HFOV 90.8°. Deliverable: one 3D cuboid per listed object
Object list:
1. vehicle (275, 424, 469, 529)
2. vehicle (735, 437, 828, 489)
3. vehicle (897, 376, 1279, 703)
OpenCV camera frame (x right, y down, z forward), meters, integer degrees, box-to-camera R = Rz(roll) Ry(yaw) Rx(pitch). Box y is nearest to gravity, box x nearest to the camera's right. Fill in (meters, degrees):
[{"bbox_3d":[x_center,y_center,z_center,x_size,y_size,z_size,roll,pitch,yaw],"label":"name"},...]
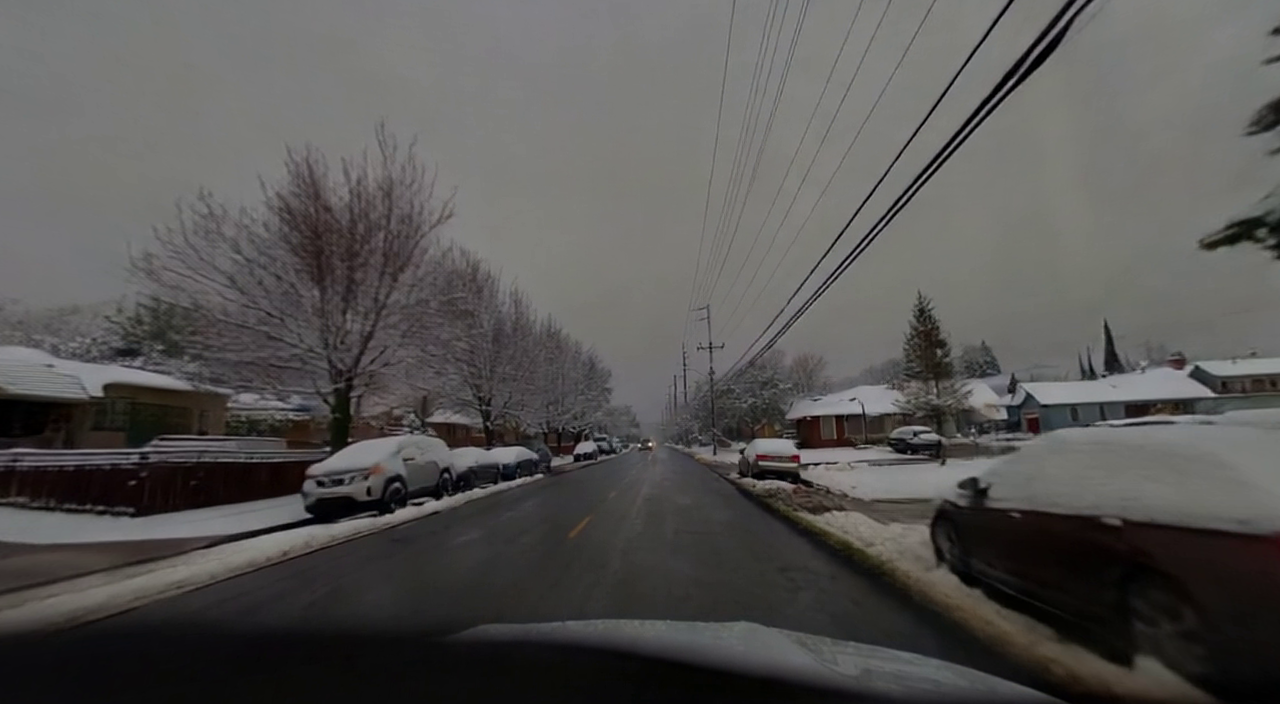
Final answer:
[{"bbox_3d":[-5.820,2.758,14.635,2.192,1.873,4.985,-3,-9,2],"label":"vehicle"},{"bbox_3d":[4.504,3.616,20.995,2.108,1.493,4.878,0,-9,2],"label":"vehicle"},{"bbox_3d":[3.626,1.160,4.259,1.940,1.593,4.641,0,-9,2],"label":"vehicle"}]
